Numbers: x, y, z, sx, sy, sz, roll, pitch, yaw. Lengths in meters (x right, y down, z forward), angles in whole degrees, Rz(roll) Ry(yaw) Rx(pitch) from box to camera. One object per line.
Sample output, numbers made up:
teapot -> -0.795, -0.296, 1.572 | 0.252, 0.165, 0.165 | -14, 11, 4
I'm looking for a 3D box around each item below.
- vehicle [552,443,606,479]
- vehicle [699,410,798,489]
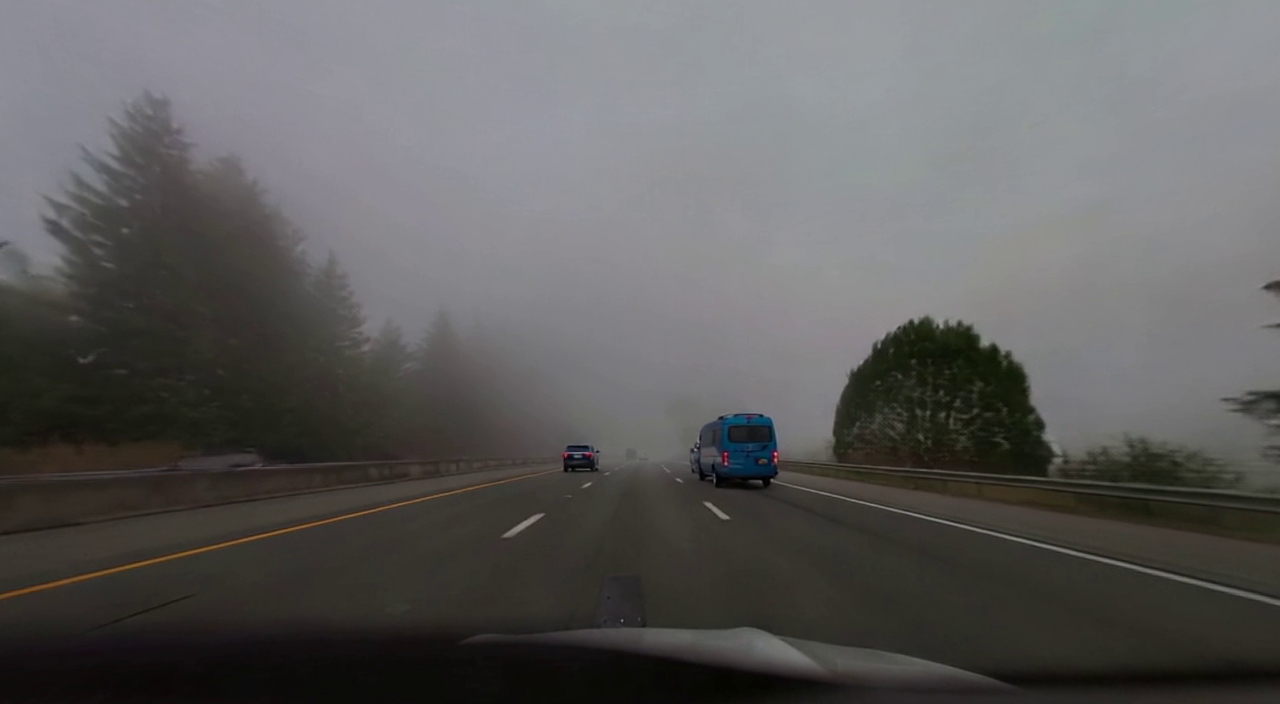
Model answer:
vehicle -> -2.852, 5.246, 30.584 | 2.020, 1.619, 4.690 | 0, -9, 1
vehicle -> 3.974, 3.808, 24.589 | 2.614, 2.655, 6.429 | 0, -9, -1
